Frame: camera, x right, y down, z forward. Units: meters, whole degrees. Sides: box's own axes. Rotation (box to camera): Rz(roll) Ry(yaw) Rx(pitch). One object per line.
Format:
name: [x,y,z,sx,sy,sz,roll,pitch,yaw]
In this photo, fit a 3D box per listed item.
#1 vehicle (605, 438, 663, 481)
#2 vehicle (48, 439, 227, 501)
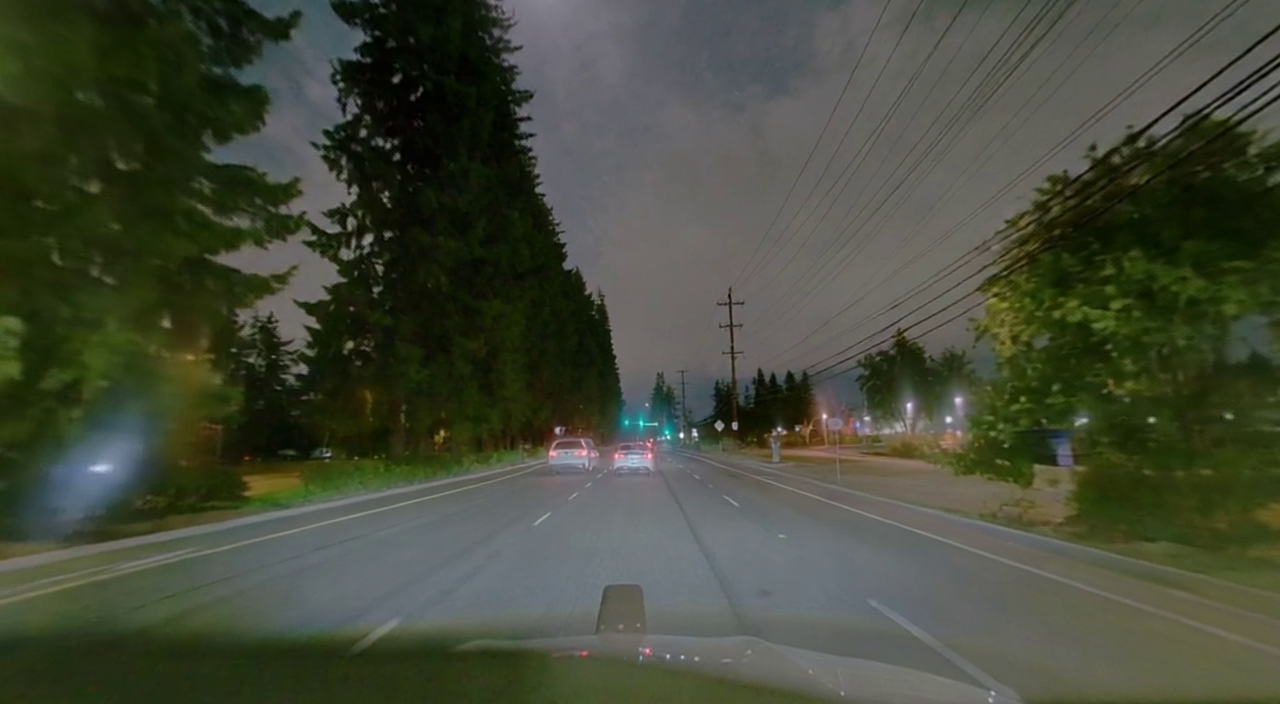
vehicle: [-0.194,3.982,23.576,1.991,1.463,3.988,0,-8,0]
vehicle: [-16.141,3.770,20.555,2.061,1.772,4.501,0,-8,1]
